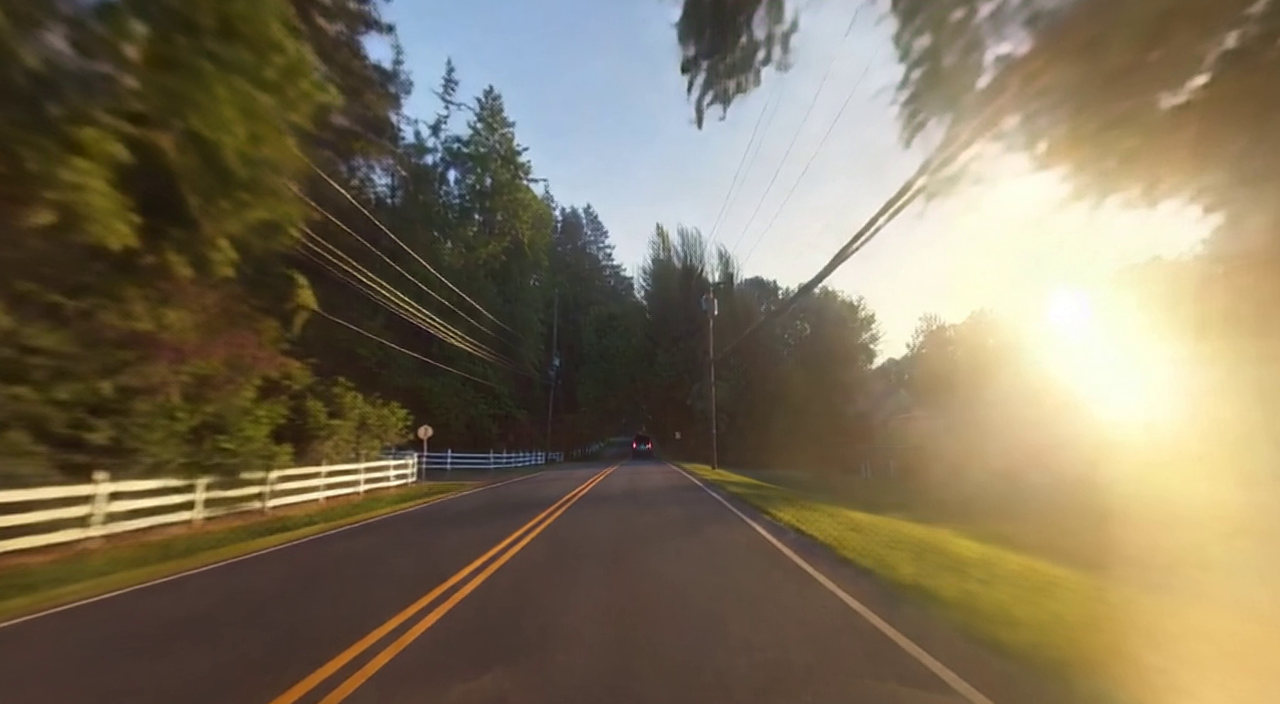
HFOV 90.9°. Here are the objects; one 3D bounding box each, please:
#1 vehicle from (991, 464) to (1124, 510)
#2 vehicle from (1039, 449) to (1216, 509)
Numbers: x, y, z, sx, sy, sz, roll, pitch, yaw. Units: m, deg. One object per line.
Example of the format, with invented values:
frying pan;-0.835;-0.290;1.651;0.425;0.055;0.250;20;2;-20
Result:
vehicle;15.986;5.153;24.480;2.001;1.450;4.481;1;-8;-2
vehicle;18.768;4.851;24.825;2.269;1.978;6.008;0;-8;1
